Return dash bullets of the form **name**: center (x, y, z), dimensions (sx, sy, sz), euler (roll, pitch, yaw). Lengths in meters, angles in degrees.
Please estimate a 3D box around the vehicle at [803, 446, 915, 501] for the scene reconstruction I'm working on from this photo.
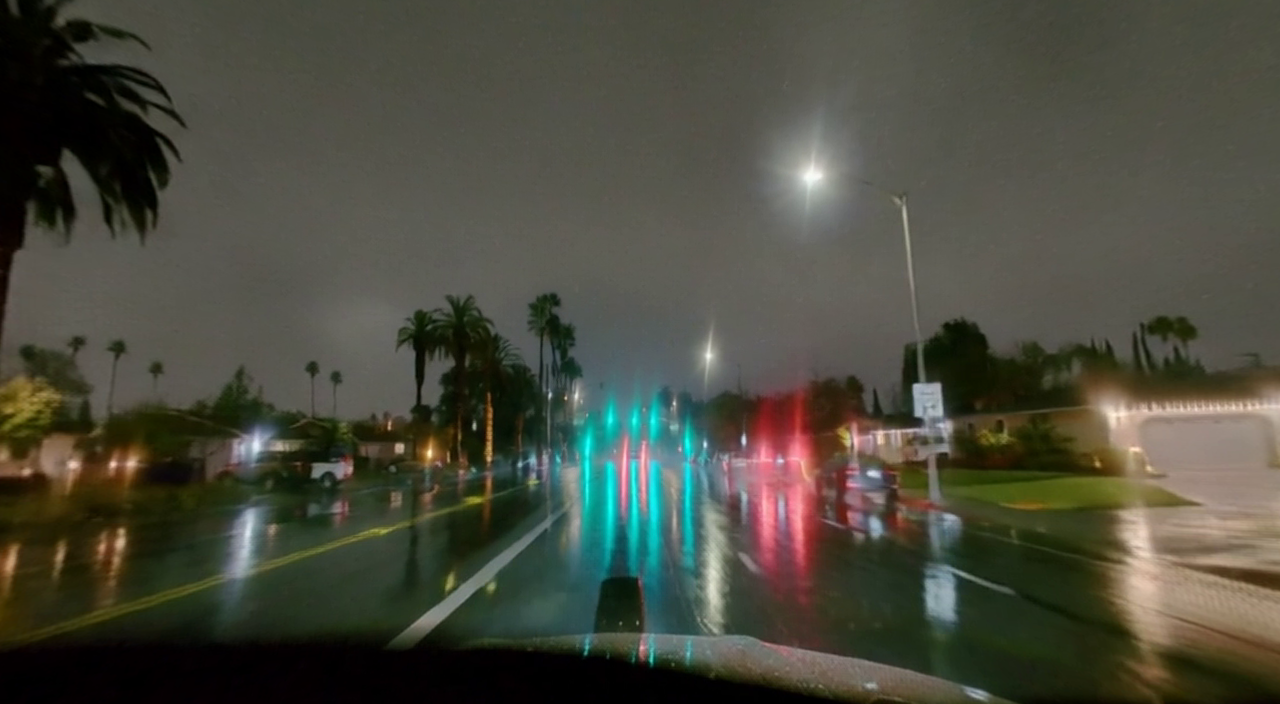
- **vehicle**: center (6.756, 3.757, 20.103), dimensions (1.947, 1.505, 4.759), euler (0, -8, 1)

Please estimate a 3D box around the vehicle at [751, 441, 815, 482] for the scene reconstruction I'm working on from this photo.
- **vehicle**: center (6.861, 5.287, 30.952), dimensions (2.035, 1.822, 5.449), euler (0, -8, 2)

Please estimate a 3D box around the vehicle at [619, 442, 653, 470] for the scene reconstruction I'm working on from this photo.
- **vehicle**: center (-0.310, 7.237, 44.275), dimensions (2.248, 1.833, 4.798), euler (0, -8, -1)

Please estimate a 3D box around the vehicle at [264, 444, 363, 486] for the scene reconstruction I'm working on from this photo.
- **vehicle**: center (-16.931, 5.830, 33.130), dimensions (2.185, 1.993, 5.054), euler (-1, -8, 4)
